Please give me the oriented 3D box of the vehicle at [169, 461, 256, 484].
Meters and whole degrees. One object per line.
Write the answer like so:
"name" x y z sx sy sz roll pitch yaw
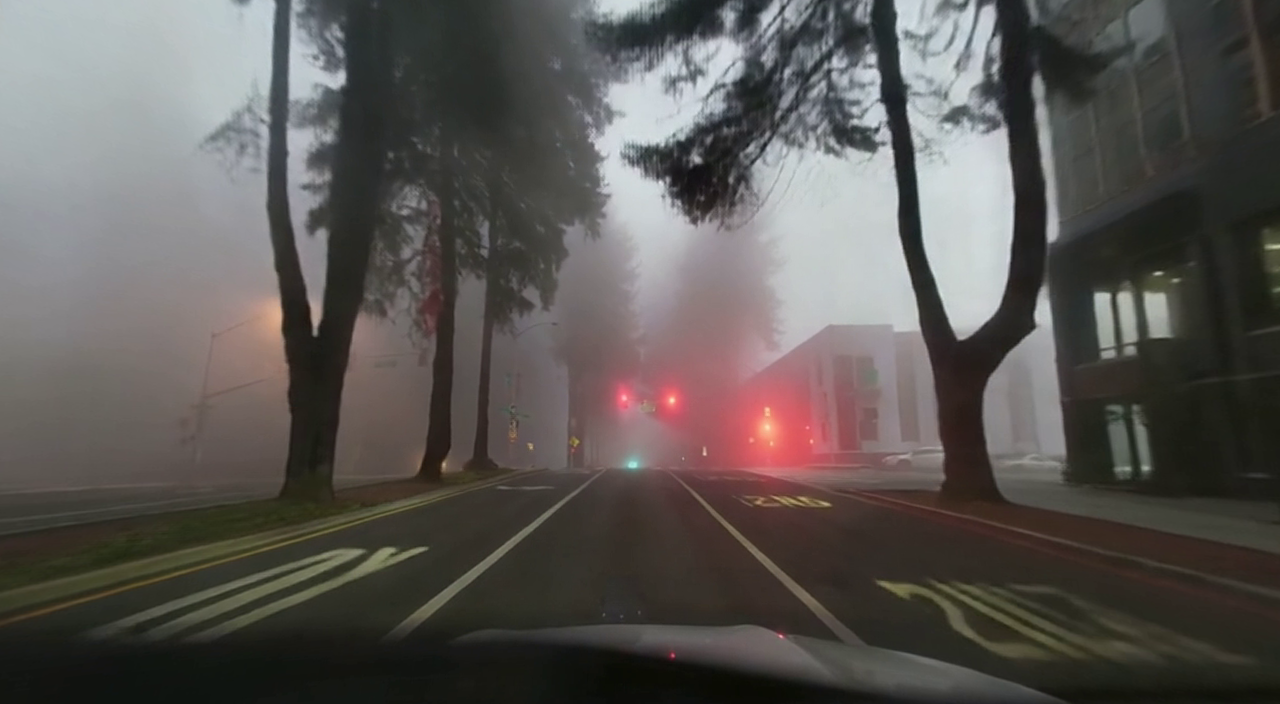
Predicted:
"vehicle" -31.397 8.843 46.464 4.758 1.549 2.194 0 -9 -2
